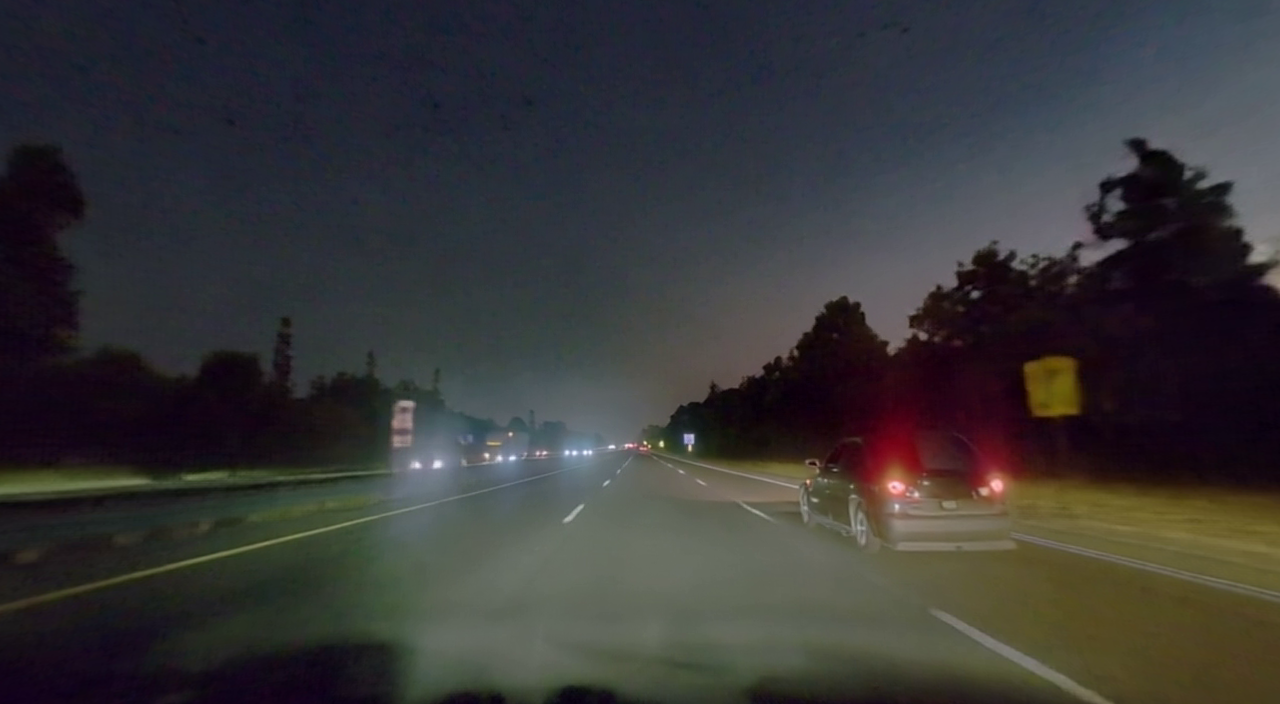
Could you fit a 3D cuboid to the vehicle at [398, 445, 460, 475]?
[{"bbox_3d":[-11.721,6.009,35.297,1.875,1.503,4.582,0,-9,0],"label":"vehicle"}]
